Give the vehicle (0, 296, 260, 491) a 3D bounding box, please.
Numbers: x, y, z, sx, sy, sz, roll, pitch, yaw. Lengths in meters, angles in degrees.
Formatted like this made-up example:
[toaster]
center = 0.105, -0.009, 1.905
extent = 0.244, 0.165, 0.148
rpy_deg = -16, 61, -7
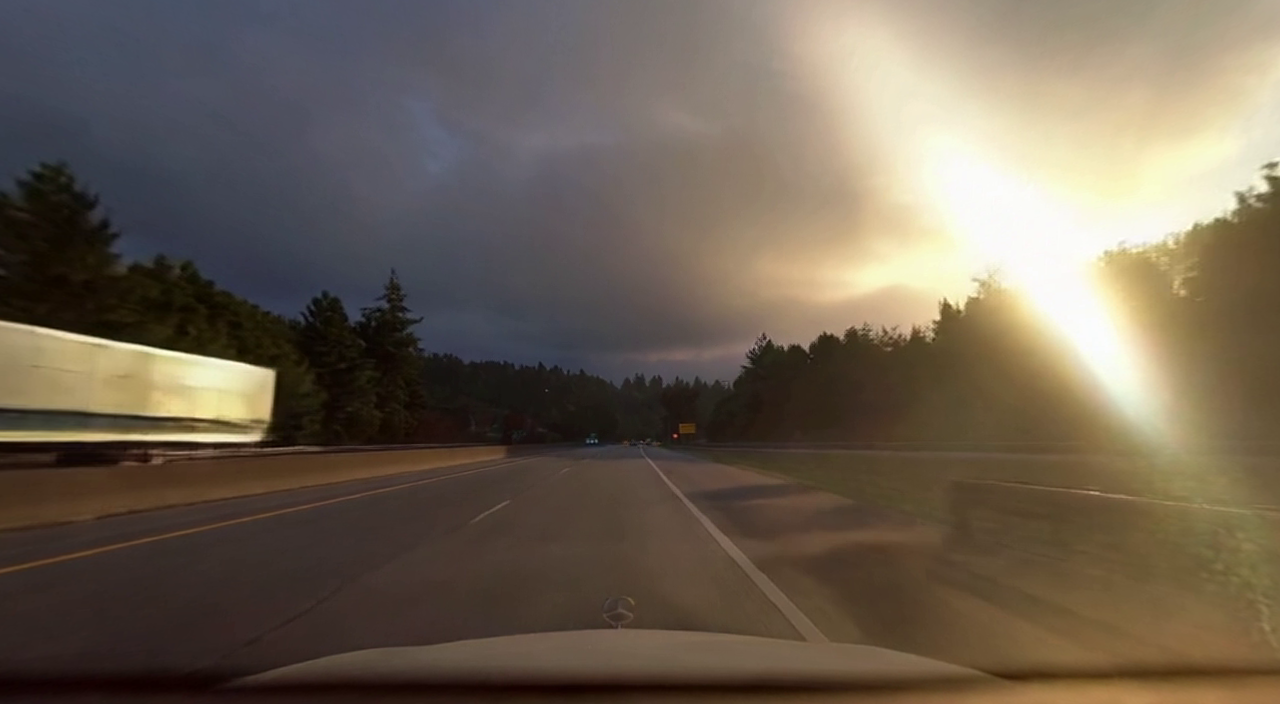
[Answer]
[vehicle]
center = -15.193, 1.169, 15.342
extent = 3.113, 4.106, 14.185
rpy_deg = 0, -8, -1
